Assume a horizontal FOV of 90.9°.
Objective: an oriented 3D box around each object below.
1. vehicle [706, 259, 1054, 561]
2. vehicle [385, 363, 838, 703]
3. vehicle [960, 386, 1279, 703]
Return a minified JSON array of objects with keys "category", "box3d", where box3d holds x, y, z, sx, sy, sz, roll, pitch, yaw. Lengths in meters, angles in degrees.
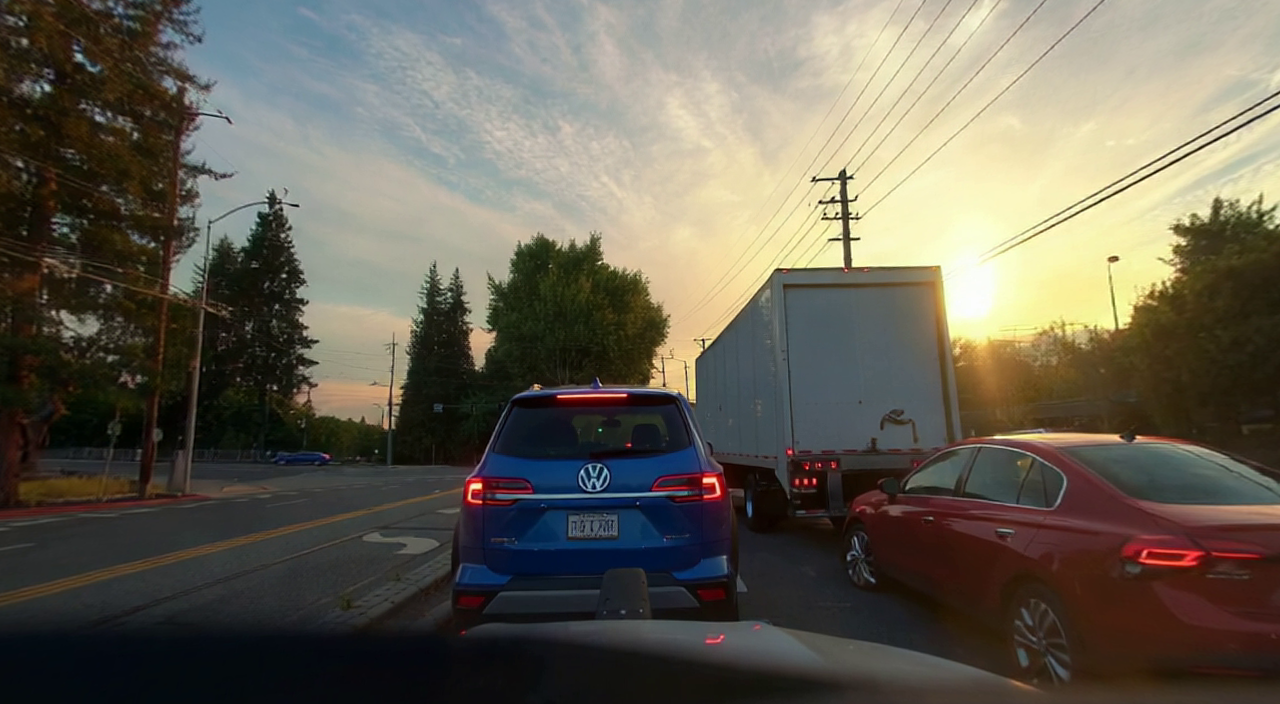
[{"category":"vehicle","box3d":[3.231,1.264,11.825,2.915,3.559,8.848,0,-8,-1]},{"category":"vehicle","box3d":[-0.128,1.228,5.136,2.114,1.732,4.230,0,-8,0]},{"category":"vehicle","box3d":[2.827,0.751,1.191,1.971,1.484,4.728,0,-8,0]}]
